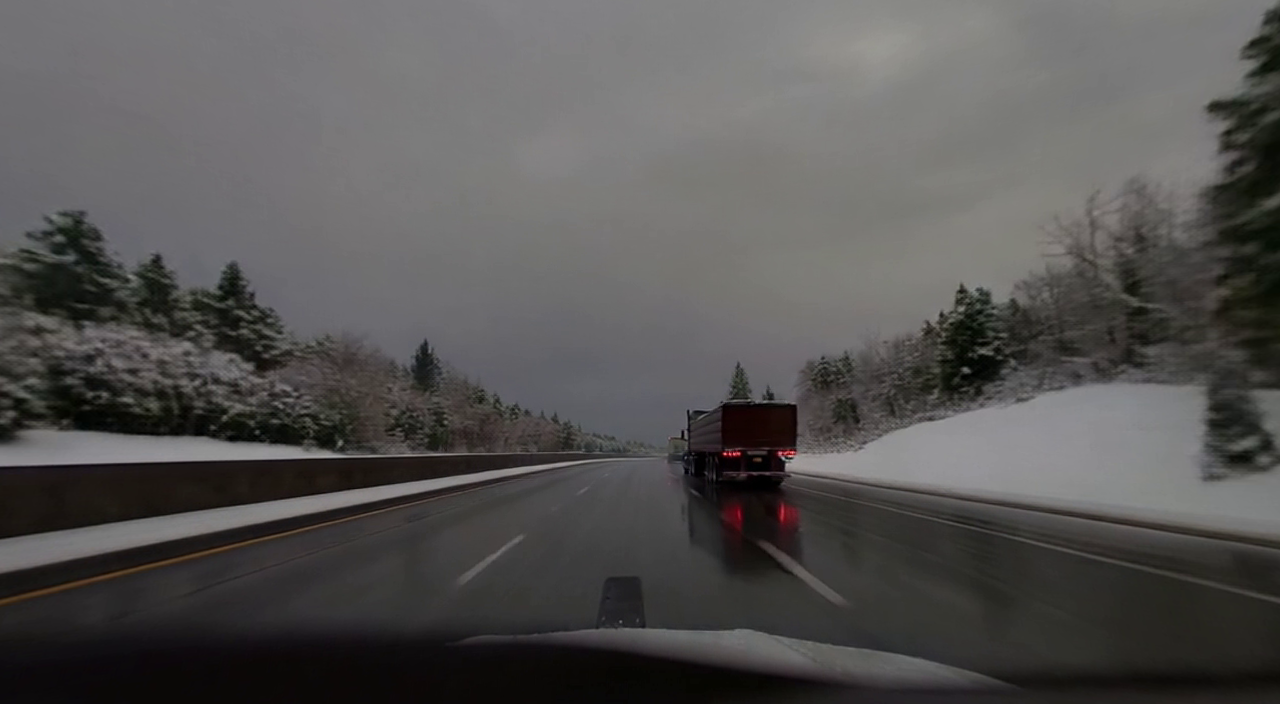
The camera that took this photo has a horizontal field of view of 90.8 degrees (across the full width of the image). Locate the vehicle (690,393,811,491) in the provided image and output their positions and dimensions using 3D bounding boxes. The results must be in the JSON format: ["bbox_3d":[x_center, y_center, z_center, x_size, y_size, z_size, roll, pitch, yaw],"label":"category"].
[{"bbox_3d":[4.430,4.235,29.140,2.868,3.427,14.032,0,-9,-1],"label":"vehicle"}]
